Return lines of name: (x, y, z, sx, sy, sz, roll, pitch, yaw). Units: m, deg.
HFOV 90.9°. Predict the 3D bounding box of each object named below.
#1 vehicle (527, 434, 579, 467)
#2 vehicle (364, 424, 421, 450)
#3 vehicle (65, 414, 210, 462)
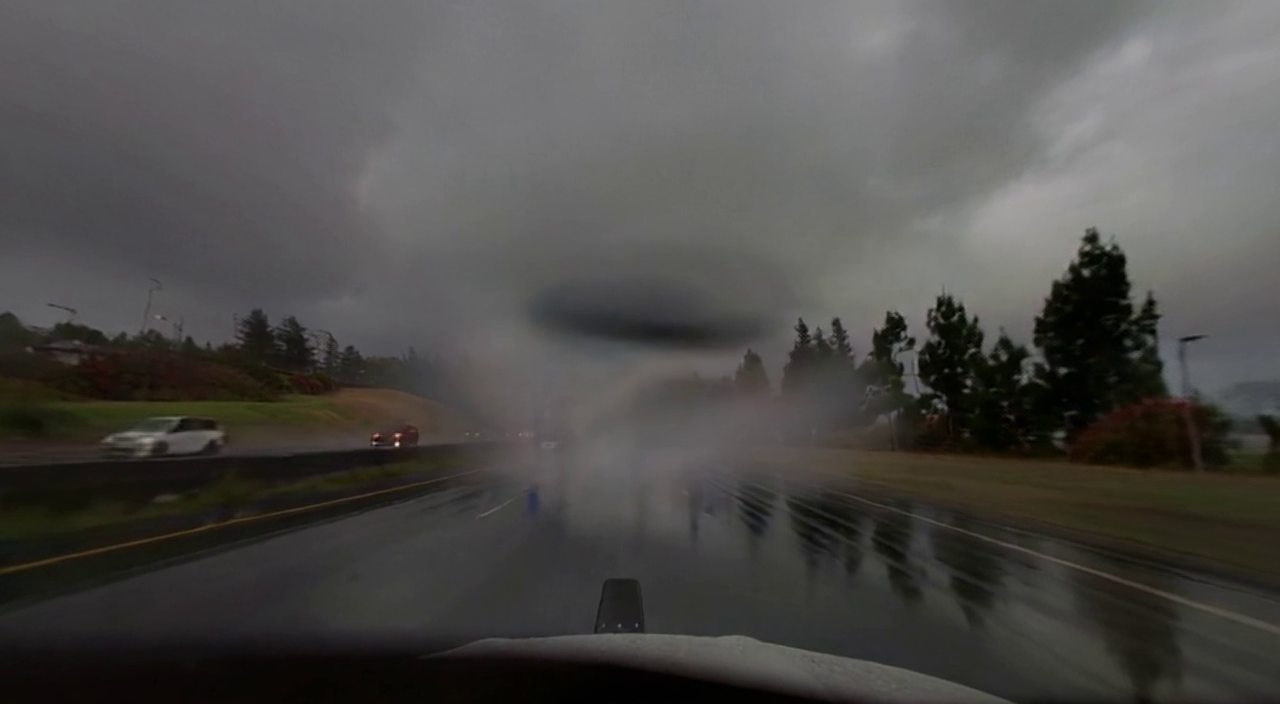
vehicle: (-3.923, 4.483, 28.942, 1.874, 1.369, 3.875, 0, -8, -1)
vehicle: (-16.707, 5.775, 42.750, 2.089, 1.652, 4.505, 0, -8, -1)
vehicle: (-19.703, 3.415, 25.062, 1.923, 1.691, 4.650, 0, -8, -1)
